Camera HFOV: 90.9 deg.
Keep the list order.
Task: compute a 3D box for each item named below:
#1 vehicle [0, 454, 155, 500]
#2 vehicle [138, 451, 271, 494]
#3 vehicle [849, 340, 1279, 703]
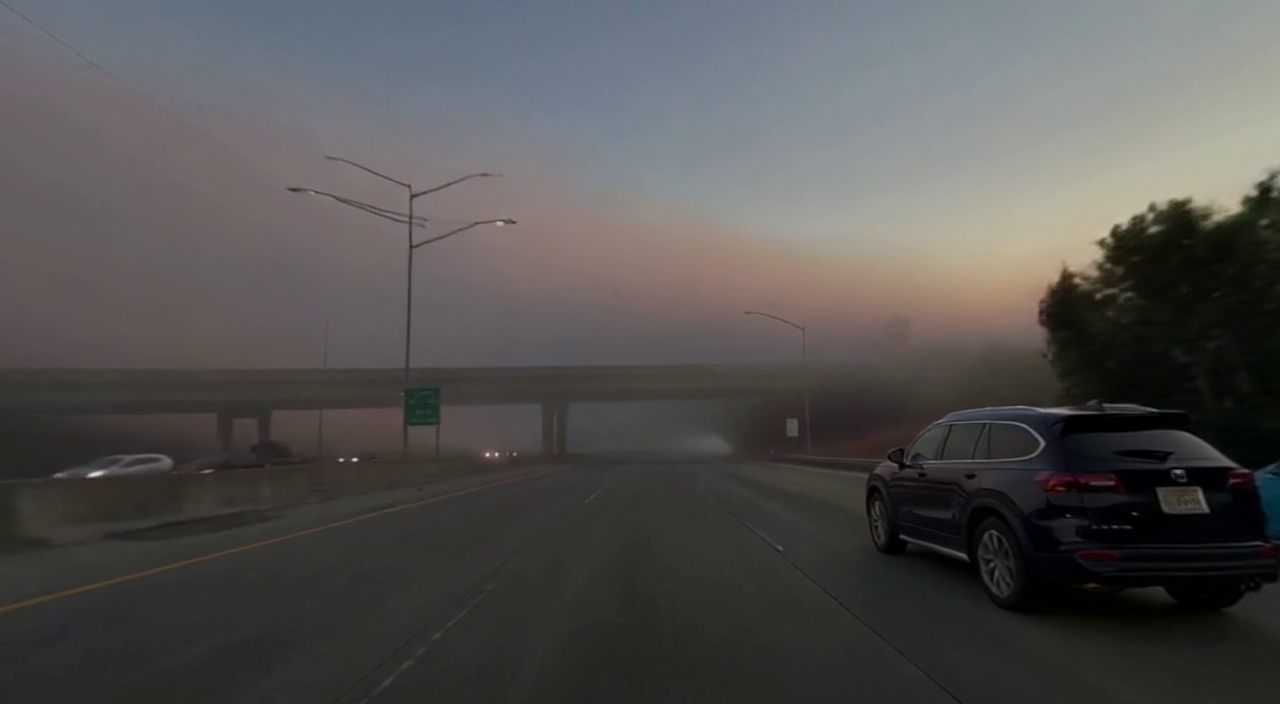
[{"bbox_3d":[-21.409,4.674,24.071,2.026,1.514,4.504,-1,-9,2],"label":"vehicle"},{"bbox_3d":[-17.366,4.803,25.484,2.042,1.526,4.548,0,-9,2],"label":"vehicle"},{"bbox_3d":[3.528,1.134,5.280,2.019,1.732,4.579,0,-9,1],"label":"vehicle"}]
